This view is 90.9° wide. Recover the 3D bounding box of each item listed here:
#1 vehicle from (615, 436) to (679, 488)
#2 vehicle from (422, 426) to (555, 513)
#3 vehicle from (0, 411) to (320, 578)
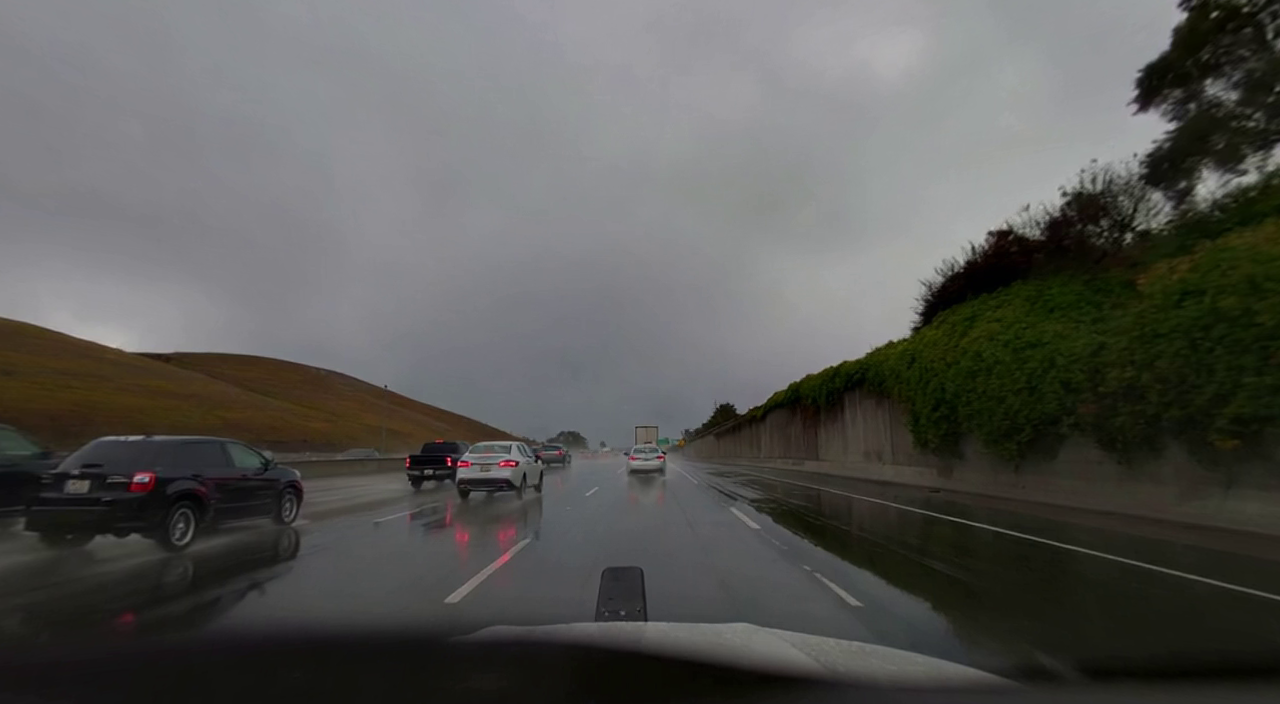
[{"bbox_3d":[0.214,4.188,24.367,2.233,1.804,4.273,0,-9,-1],"label":"vehicle"},{"bbox_3d":[-3.485,2.807,15.543,2.093,1.820,4.506,0,-9,1],"label":"vehicle"},{"bbox_3d":[-7.053,1.899,9.231,2.215,1.797,4.666,0,-9,0],"label":"vehicle"}]
